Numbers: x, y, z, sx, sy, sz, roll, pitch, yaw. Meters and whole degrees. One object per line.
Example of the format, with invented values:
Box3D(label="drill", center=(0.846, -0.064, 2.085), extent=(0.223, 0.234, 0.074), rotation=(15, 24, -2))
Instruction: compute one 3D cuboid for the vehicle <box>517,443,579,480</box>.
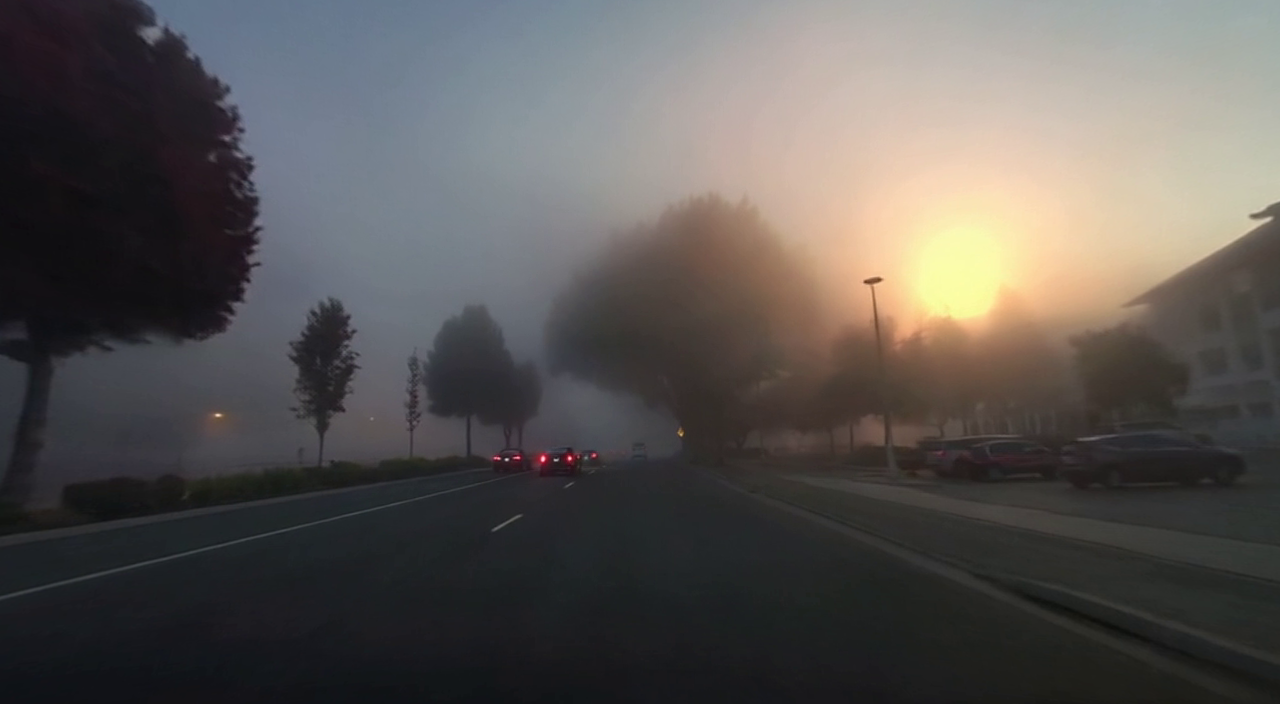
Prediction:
Box3D(label="vehicle", center=(-4.001, 4.847, 28.221), extent=(2.011, 1.483, 4.596), rotation=(-1, -8, 1))

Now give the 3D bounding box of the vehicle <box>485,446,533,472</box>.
Box3D(label="vehicle", center=(-8.228, 6.748, 40.111), extent=(1.976, 1.497, 4.709), rotation=(0, -8, 1))

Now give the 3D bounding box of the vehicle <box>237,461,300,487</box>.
Box3D(label="vehicle", center=(-27.003, 8.854, 46.062), extent=(1.758, 1.566, 4.531), rotation=(-4, -9, 1))

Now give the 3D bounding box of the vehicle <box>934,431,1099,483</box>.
Box3D(label="vehicle", center=(12.789, 3.601, 21.696), extent=(4.313, 1.596, 2.028), rotation=(-1, -9, 0))

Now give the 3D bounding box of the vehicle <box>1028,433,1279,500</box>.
Box3D(label="vehicle", center=(12.948, 2.866, 16.043), extent=(4.790, 1.439, 2.034), rotation=(-2, -8, 1))

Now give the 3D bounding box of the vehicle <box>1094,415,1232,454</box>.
Box3D(label="vehicle", center=(25.466, 4.045, 30.878), extent=(4.939, 1.818, 1.989), rotation=(0, -8, -1))
